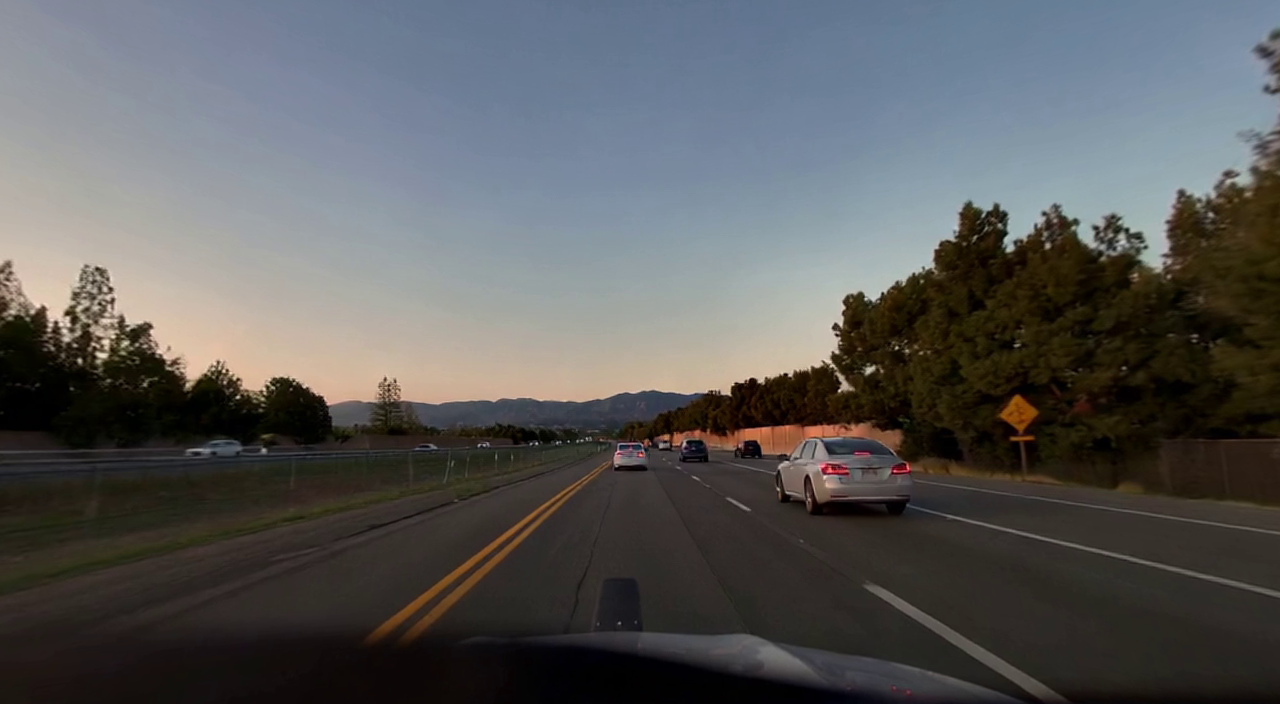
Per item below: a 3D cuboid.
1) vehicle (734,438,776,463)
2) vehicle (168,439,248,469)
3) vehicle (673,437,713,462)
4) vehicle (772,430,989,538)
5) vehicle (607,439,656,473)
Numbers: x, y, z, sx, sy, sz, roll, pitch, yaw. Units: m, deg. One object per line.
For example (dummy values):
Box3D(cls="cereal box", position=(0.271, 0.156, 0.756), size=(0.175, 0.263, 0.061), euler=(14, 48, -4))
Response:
Box3D(cls="vehicle", position=(7.720, 6.657, 42.698), size=(1.996, 1.637, 3.990), euler=(0, -8, -1))
Box3D(cls="vehicle", position=(-28.235, 6.672, 41.332), size=(1.948, 1.867, 4.621), euler=(0, -8, 0))
Box3D(cls="vehicle", position=(3.761, 7.007, 45.226), size=(2.436, 1.704, 4.694), euler=(0, -8, 0))
Box3D(cls="vehicle", position=(3.713, 2.109, 10.709), size=(1.957, 1.447, 4.241), euler=(0, -8, -1))
Box3D(cls="vehicle", position=(-0.358, 4.722, 28.725), size=(2.085, 1.449, 3.860), euler=(0, -8, 0))
